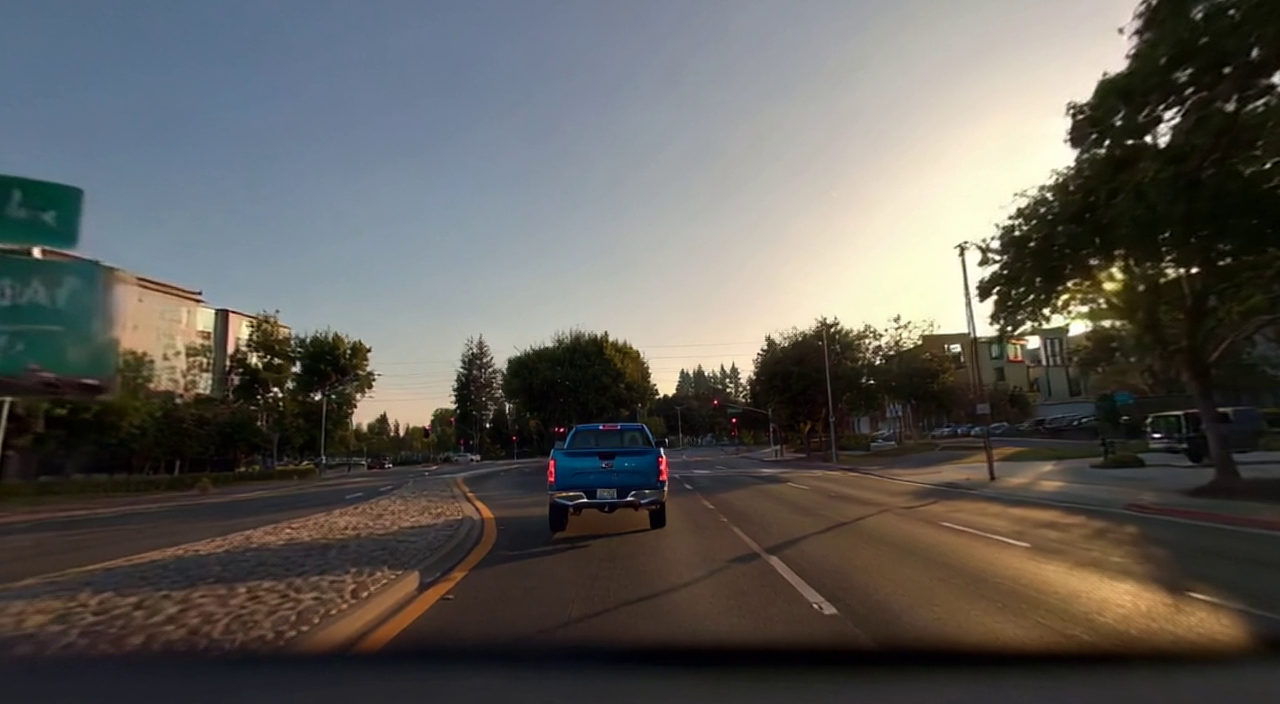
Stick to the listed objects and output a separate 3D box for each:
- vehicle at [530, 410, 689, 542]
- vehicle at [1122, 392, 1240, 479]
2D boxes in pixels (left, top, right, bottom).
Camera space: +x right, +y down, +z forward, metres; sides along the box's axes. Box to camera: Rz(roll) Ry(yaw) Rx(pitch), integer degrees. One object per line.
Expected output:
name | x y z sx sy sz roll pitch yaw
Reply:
vehicle | -0.468 2.033 11.019 2.145 1.762 4.731 0 -8 -1
vehicle | 16.541 2.569 19.389 1.862 2.438 1.649 -1 -10 -14
